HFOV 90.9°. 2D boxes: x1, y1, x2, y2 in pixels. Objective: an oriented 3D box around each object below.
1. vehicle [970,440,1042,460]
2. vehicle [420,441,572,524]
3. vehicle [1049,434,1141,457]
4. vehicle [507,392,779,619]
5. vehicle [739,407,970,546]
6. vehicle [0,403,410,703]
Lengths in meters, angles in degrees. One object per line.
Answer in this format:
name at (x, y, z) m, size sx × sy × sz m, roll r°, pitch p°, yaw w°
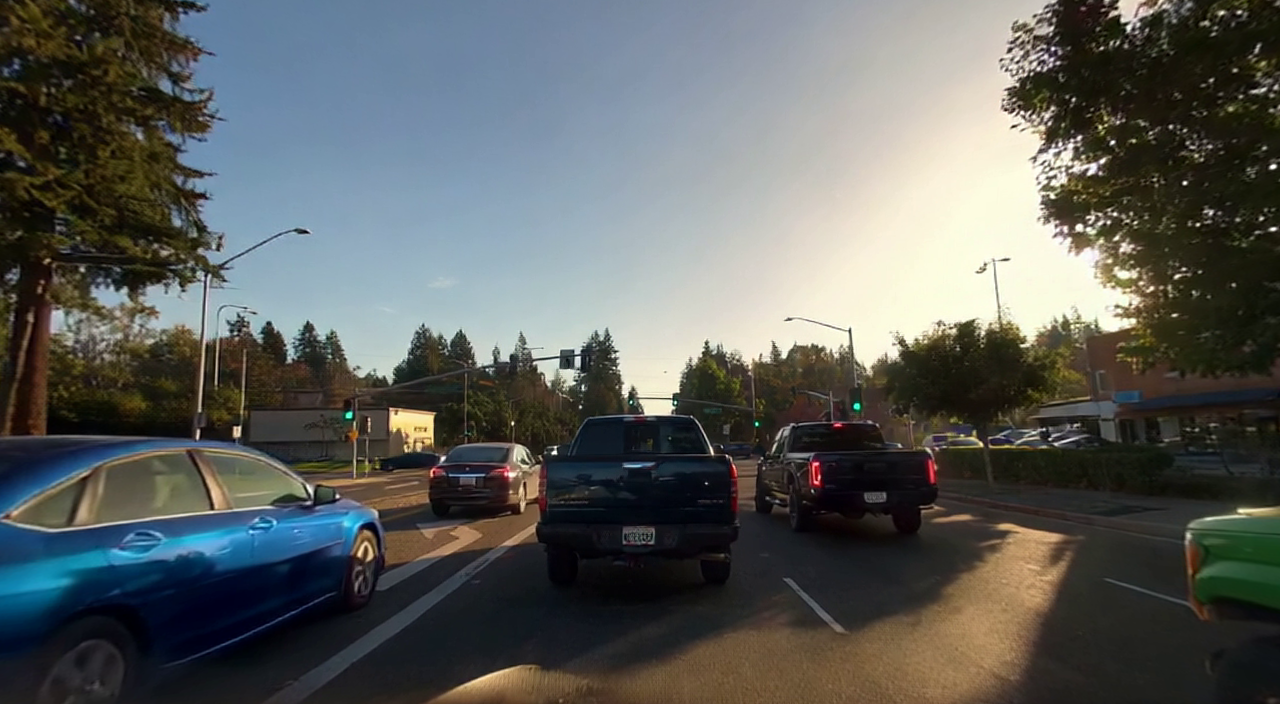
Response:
vehicle at (26.496, 7.095, 45.752) m, size 4.180 × 1.376 × 1.583 m, roll 0°, pitch -9°, yaw 2°
vehicle at (-2.809, 2.661, 13.529) m, size 2.072 × 1.450 × 4.612 m, roll 0°, pitch -9°, yaw 1°
vehicle at (32.788, 6.776, 45.562) m, size 4.869 × 1.622 × 2.230 m, roll 0°, pitch -9°, yaw 1°
vehicle at (0.034, 1.490, 6.958) m, size 2.113 × 1.768 × 3.901 m, roll 0°, pitch -9°, yaw 0°
vehicle at (3.399, 2.125, 11.499) m, size 2.408 × 1.908 × 5.355 m, roll 0°, pitch -9°, yaw 1°
vehicle at (-3.095, 1.129, 3.519) m, size 1.909 × 1.476 × 4.751 m, roll 0°, pitch -9°, yaw -1°
